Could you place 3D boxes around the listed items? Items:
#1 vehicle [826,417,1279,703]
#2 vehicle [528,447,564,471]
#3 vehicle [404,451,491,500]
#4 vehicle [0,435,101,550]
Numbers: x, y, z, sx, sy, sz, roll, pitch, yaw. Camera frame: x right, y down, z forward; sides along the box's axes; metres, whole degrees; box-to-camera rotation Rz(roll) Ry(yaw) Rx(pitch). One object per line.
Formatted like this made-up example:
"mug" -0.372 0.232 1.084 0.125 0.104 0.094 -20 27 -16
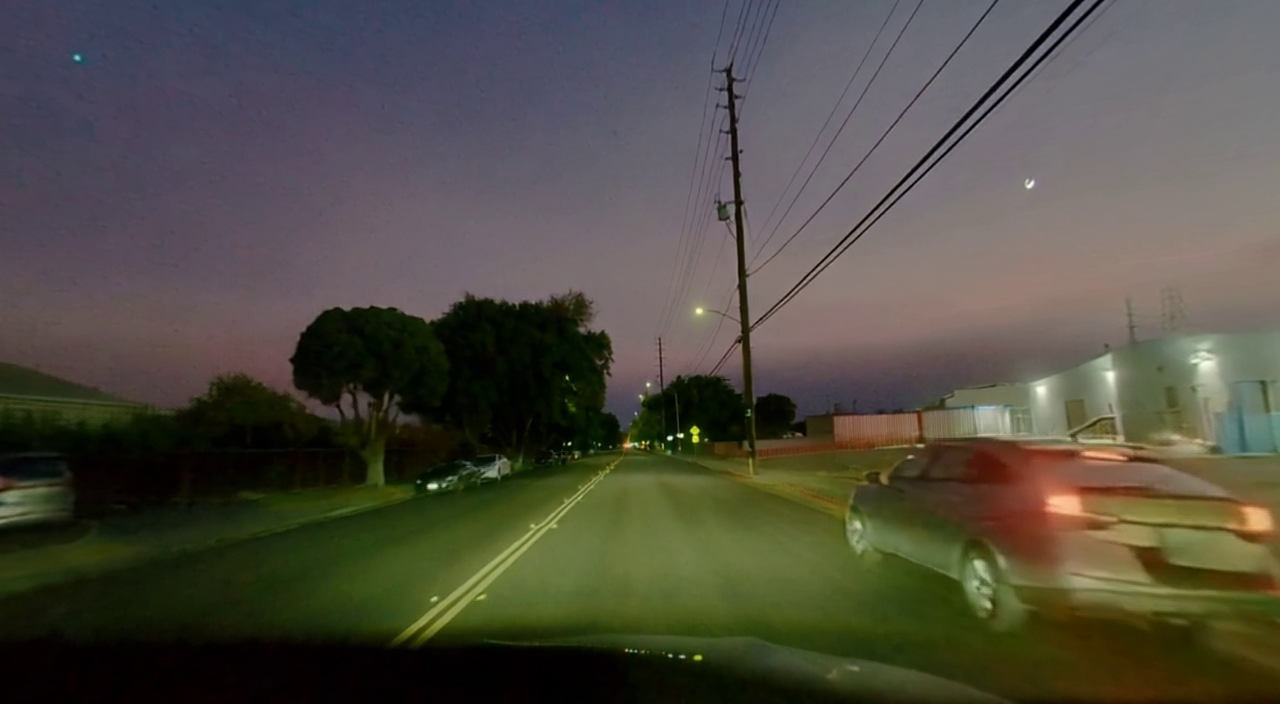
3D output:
"vehicle" 3.121 1.382 5.335 1.843 1.495 3.930 0 -8 -1
"vehicle" -6.712 7.698 45.604 1.887 1.460 4.444 -4 -8 0
"vehicle" -6.719 4.316 22.546 1.815 1.402 4.559 -4 -8 -2
"vehicle" -12.425 2.350 10.812 4.502 1.813 1.948 0 -8 -1
